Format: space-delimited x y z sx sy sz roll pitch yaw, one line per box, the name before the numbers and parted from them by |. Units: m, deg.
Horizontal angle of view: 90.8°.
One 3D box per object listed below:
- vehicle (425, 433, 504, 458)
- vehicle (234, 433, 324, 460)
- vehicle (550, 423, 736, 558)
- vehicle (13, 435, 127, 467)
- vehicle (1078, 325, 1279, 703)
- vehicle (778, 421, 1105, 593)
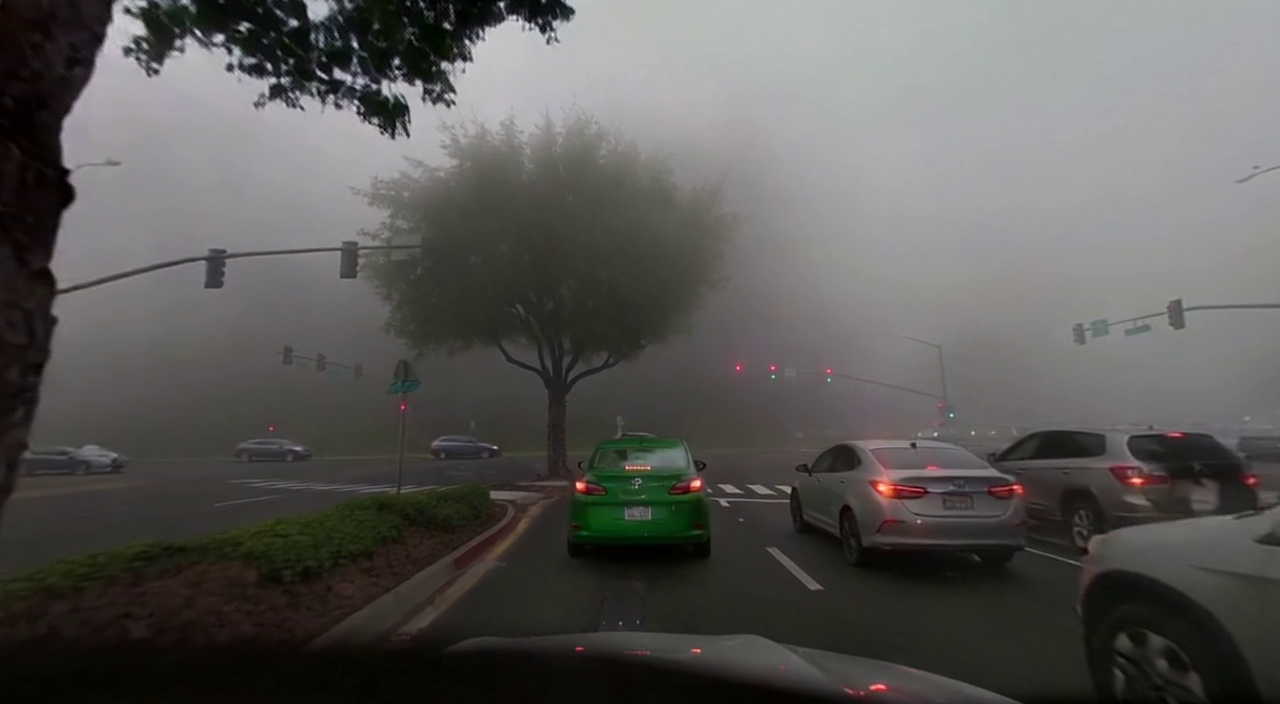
vehicle | -11.032 5.919 40.069 4.670 1.542 1.861 2 -9 -11
vehicle | -22.841 5.992 40.089 4.526 1.649 1.920 0 -9 2
vehicle | 0.045 1.833 9.069 2.026 1.458 4.175 0 -9 0
vehicle | -30.449 5.286 33.806 4.517 1.637 1.935 -1 -9 7
vehicle | 3.409 0.574 0.829 2.111 1.780 4.990 0 -9 1
vehicle | 3.108 1.678 7.740 1.861 1.479 4.371 0 -8 0
